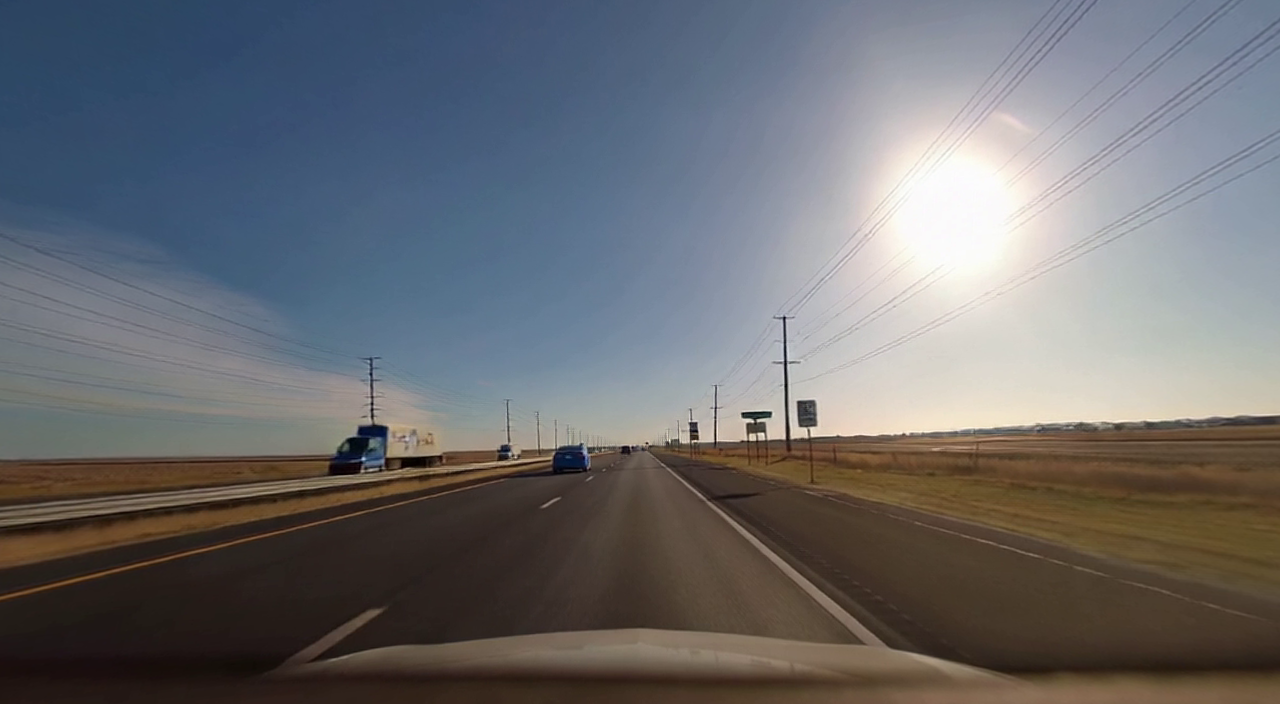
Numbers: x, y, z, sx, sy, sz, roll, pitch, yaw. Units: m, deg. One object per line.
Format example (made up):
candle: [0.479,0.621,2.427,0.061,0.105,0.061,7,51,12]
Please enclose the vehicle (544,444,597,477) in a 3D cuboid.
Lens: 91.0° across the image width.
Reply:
vehicle: [-3.424,5.443,31.914,2.106,1.543,4.465,0,-9,1]
